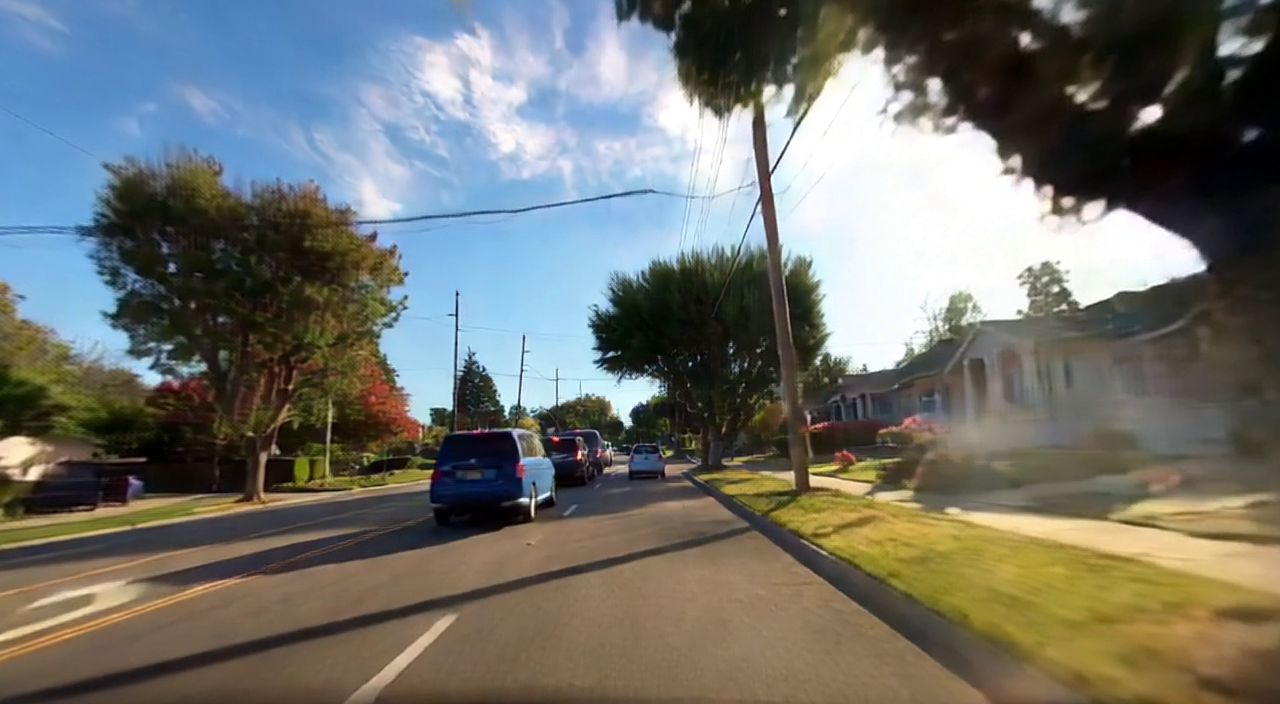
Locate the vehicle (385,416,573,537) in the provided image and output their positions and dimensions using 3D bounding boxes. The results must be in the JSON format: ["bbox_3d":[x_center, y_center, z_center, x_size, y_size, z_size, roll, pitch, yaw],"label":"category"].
[{"bbox_3d":[-2.593,2.158,11.455,2.157,1.765,4.303,0,-9,2],"label":"vehicle"}]

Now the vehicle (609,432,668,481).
[{"bbox_3d":[-0.070,4.035,24.513,2.120,1.718,3.909,0,-9,0],"label":"vehicle"}]
